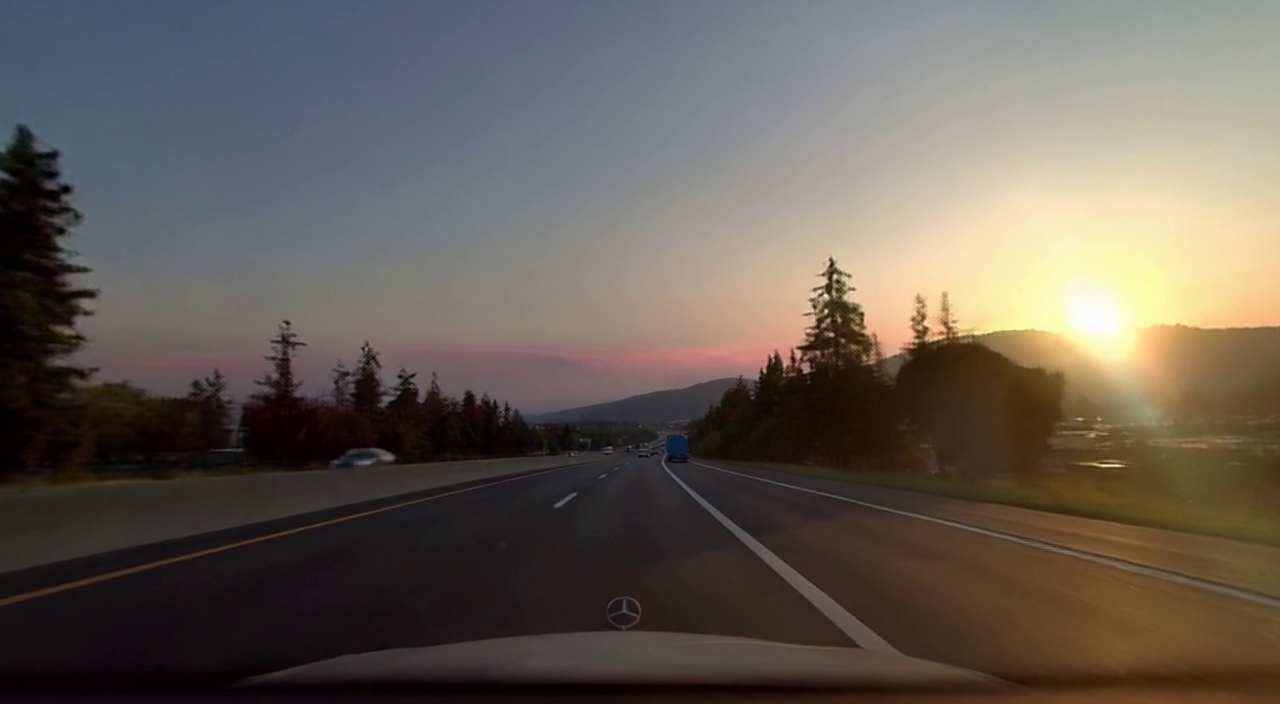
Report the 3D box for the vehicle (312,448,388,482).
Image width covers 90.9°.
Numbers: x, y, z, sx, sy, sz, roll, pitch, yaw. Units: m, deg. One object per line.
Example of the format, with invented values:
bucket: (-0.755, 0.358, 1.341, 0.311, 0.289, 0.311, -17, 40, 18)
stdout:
vehicle: (-15.283, 5.943, 33.489, 1.895, 1.656, 4.361, 0, -9, 1)
